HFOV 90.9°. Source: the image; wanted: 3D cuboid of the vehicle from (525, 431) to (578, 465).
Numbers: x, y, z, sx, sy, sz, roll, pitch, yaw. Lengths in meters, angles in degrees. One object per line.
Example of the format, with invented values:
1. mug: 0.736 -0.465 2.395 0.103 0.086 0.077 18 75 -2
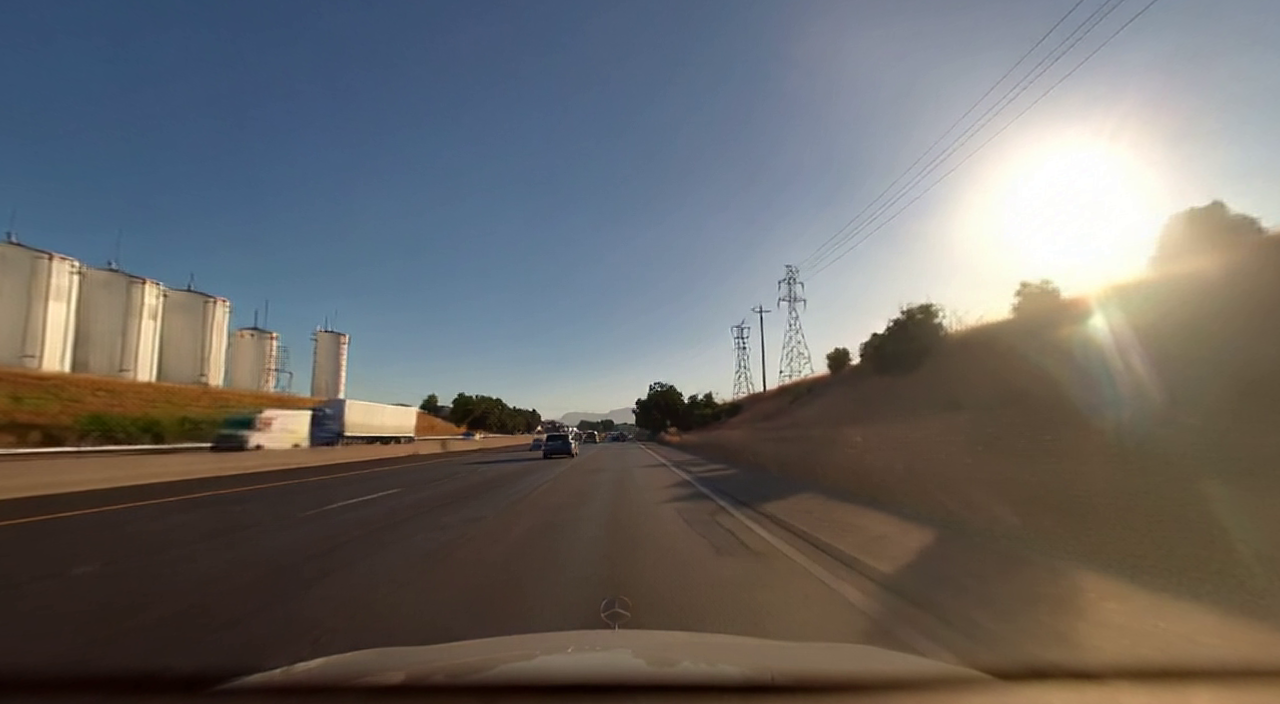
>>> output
1. vehicle: -4.048 4.418 29.312 1.952 1.462 3.969 0 -8 -1

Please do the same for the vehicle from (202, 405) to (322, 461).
1. vehicle: -20.055 4.386 33.978 2.315 2.691 6.787 0 -8 -1

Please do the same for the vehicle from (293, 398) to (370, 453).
1. vehicle: -23.925 5.765 49.259 2.974 4.004 5.936 0 -8 -1
